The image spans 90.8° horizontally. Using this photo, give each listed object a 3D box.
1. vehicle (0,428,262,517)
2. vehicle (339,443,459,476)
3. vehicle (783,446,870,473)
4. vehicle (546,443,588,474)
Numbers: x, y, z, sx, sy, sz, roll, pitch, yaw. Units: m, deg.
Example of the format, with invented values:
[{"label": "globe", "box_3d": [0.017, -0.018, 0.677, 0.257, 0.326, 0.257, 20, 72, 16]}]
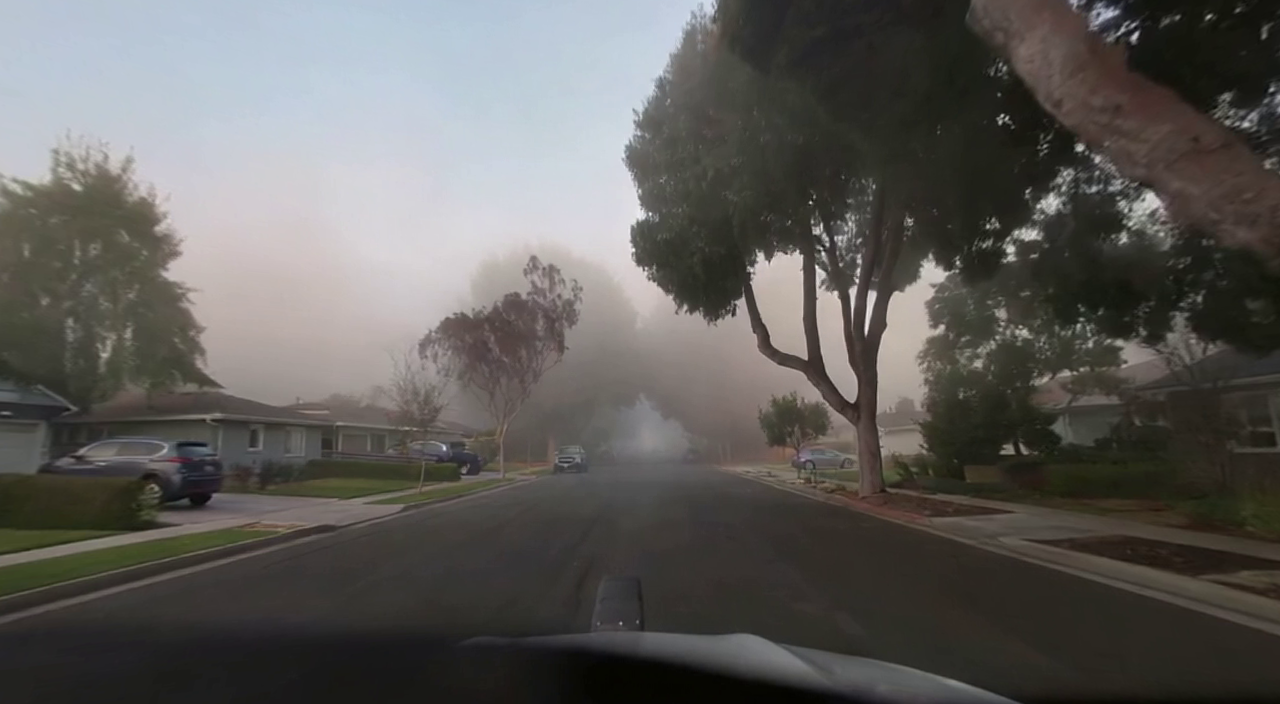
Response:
[{"label": "vehicle", "box_3d": [-11.202, 2.616, 14.042, 4.425, 1.766, 1.963, -1, -9, 8]}, {"label": "vehicle", "box_3d": [-11.750, 5.258, 31.076, 5.040, 1.541, 2.042, 0, -9, 1]}, {"label": "vehicle", "box_3d": [10.936, 6.321, 37.242, 4.497, 1.564, 1.948, 0, -8, 0]}, {"label": "vehicle", "box_3d": [-4.817, 7.119, 42.481, 2.341, 1.942, 5.044, -1, -9, -2]}]
